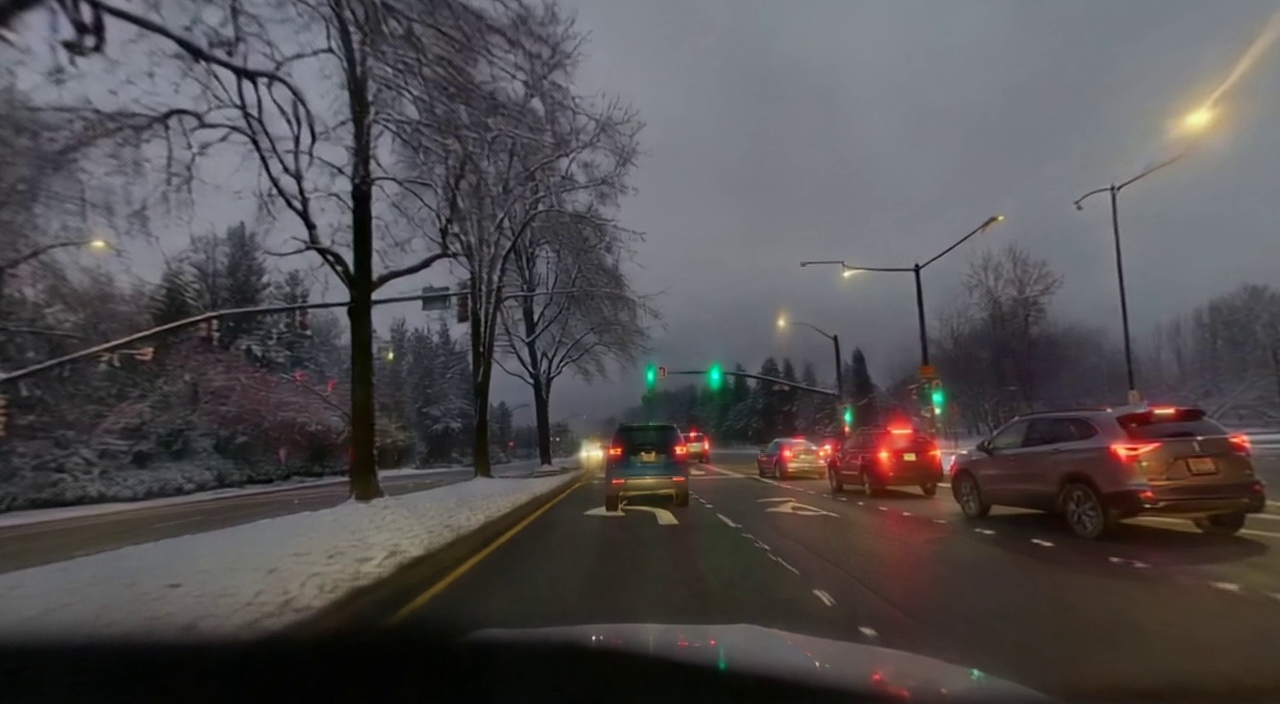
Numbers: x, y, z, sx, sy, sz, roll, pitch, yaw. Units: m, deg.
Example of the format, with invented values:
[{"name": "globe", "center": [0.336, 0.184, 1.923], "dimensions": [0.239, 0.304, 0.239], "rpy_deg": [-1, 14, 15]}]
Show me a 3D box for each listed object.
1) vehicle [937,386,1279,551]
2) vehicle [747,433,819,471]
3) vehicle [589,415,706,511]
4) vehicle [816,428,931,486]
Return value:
[{"name": "vehicle", "center": [7.120, 1.734, 9.966], "dimensions": [2.251, 1.873, 5.346], "rpy_deg": [0, -9, 0]}, {"name": "vehicle", "center": [7.155, 5.075, 32.298], "dimensions": [2.440, 1.775, 4.791], "rpy_deg": [0, -9, -2]}, {"name": "vehicle", "center": [0.113, 2.535, 14.788], "dimensions": [2.353, 1.894, 4.122], "rpy_deg": [0, -9, -1]}, {"name": "vehicle", "center": [7.283, 3.331, 20.225], "dimensions": [2.025, 1.642, 4.189], "rpy_deg": [0, -9, 0]}]
